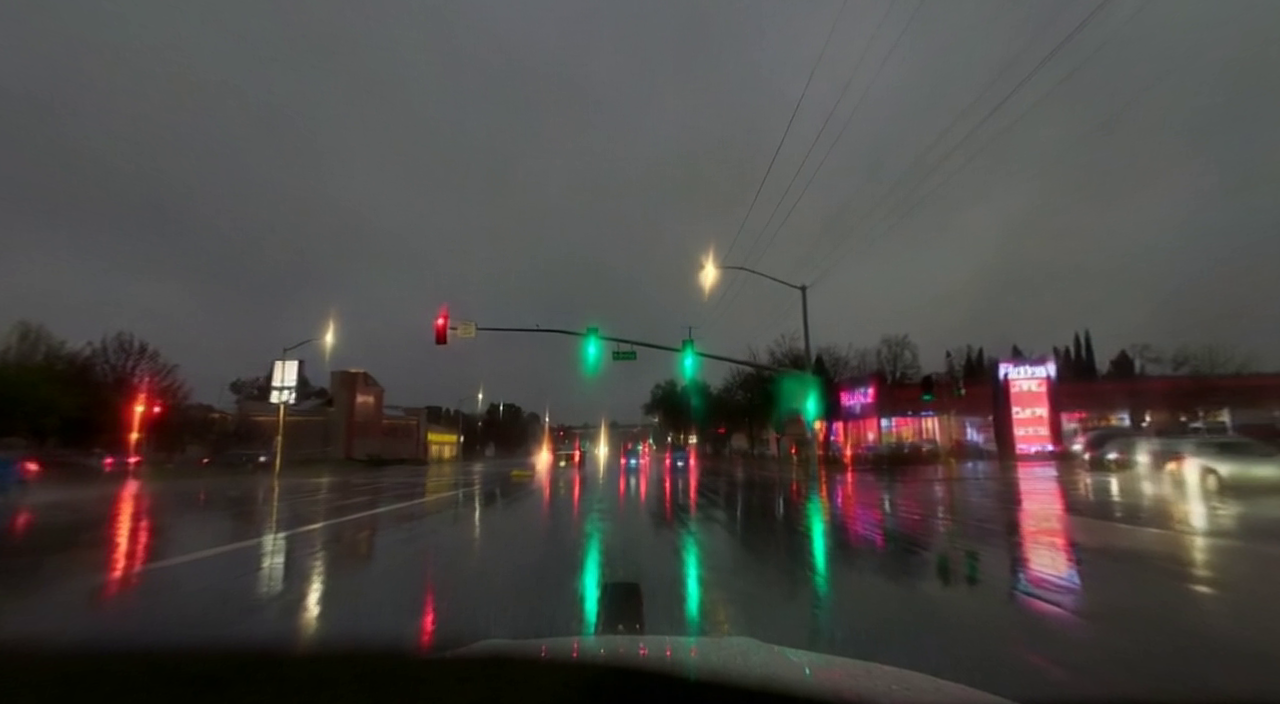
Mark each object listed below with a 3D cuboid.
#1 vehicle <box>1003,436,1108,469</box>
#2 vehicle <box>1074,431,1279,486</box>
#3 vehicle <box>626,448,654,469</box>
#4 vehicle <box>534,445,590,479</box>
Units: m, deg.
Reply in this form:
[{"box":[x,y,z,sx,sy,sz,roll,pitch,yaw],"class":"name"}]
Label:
[{"box":[20.764,5.049,31.891,1.967,1.540,4.966,0,-8,1],"class":"vehicle"},{"box":[16.567,3.238,19.351,4.810,1.529,2.142,-2,-9,9],"class":"vehicle"},{"box":[-0.038,8.022,47.712,2.072,1.473,4.139,0,-9,-1],"class":"vehicle"},{"box":[-3.736,5.388,31.288,2.035,1.564,4.702,-1,-8,2],"class":"vehicle"}]
